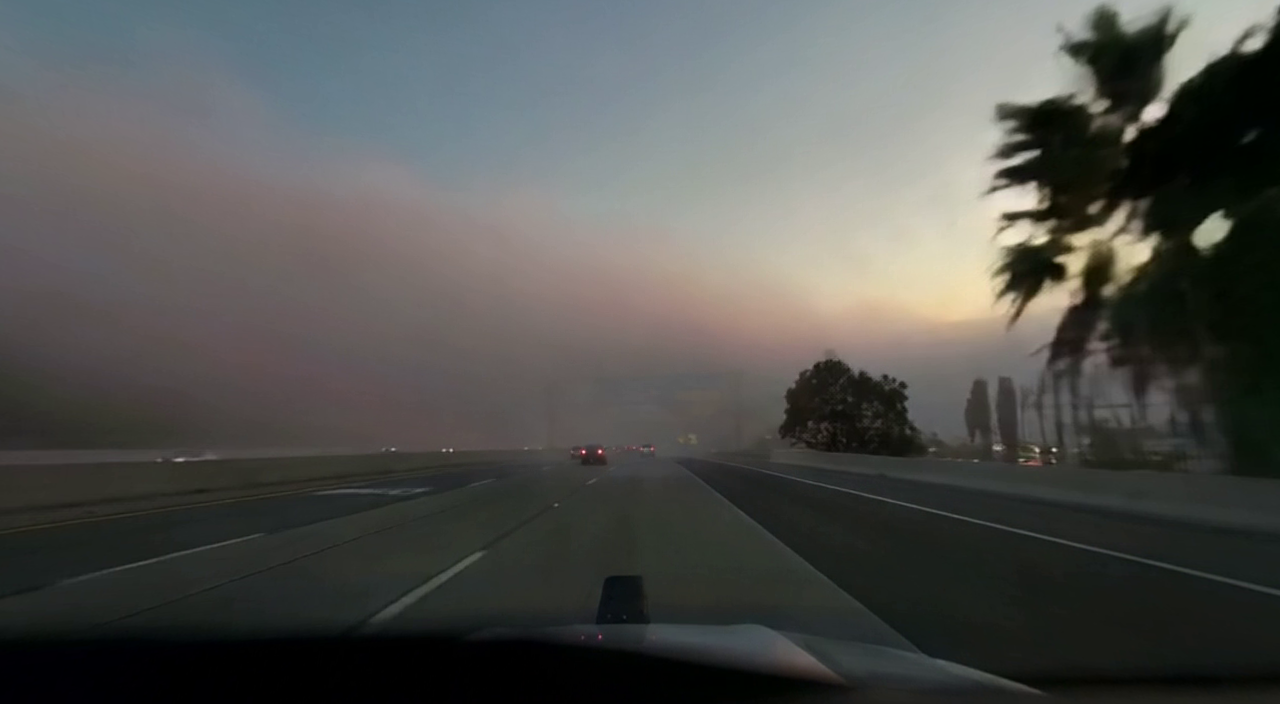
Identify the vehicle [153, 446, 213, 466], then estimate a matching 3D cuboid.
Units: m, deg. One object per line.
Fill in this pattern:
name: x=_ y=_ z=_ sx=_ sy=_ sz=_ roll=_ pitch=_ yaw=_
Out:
vehicle: x=-35.473 y=8.031 z=49.014 sx=1.728 sy=1.407 sz=3.919 roll=-1 pitch=-8 yaw=0
